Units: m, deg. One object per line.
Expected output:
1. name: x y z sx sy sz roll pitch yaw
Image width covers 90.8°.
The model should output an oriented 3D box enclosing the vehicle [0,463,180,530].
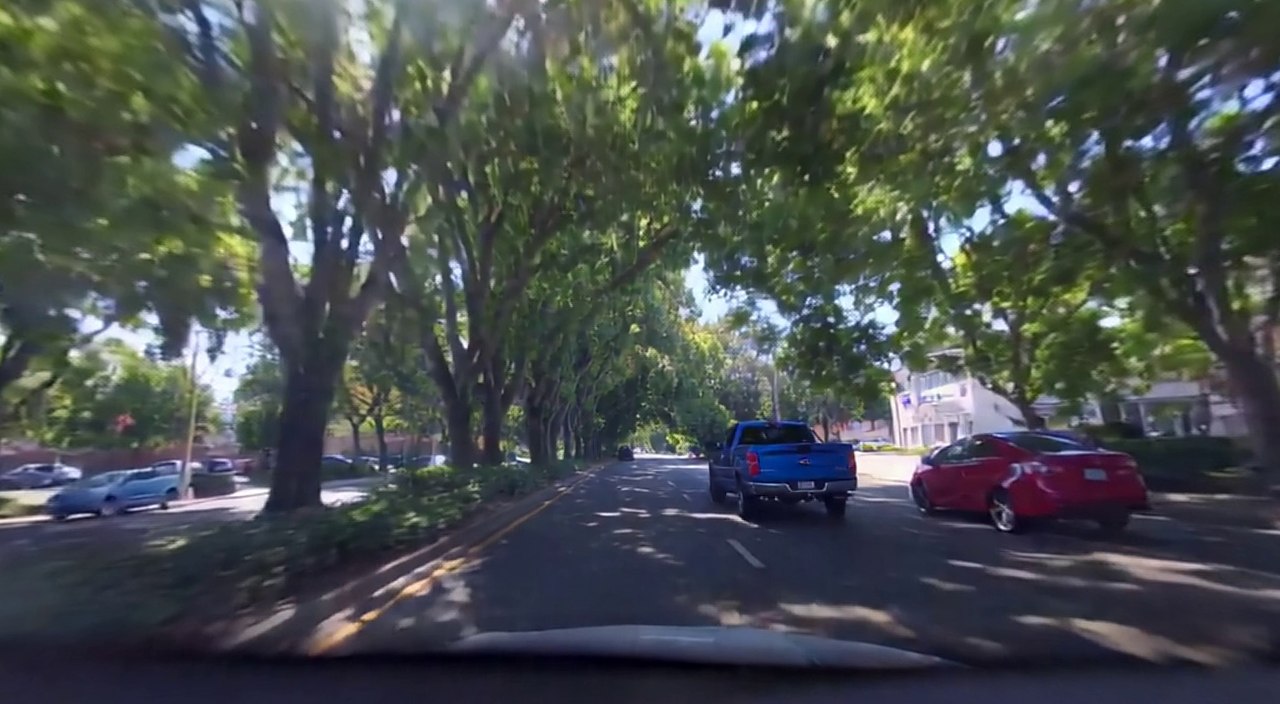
1. vehicle: -17.292 4.427 19.910 2.133 1.724 4.642 0 -9 -1

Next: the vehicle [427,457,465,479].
1. vehicle: -14.682 8.777 48.106 1.835 1.487 4.201 0 -9 -4

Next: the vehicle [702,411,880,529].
1. vehicle: 2.640 2.259 12.641 2.138 1.836 5.245 0 -9 -1

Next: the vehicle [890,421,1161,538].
1. vehicle: 6.268 2.115 11.047 1.993 1.604 4.260 0 -9 -1
